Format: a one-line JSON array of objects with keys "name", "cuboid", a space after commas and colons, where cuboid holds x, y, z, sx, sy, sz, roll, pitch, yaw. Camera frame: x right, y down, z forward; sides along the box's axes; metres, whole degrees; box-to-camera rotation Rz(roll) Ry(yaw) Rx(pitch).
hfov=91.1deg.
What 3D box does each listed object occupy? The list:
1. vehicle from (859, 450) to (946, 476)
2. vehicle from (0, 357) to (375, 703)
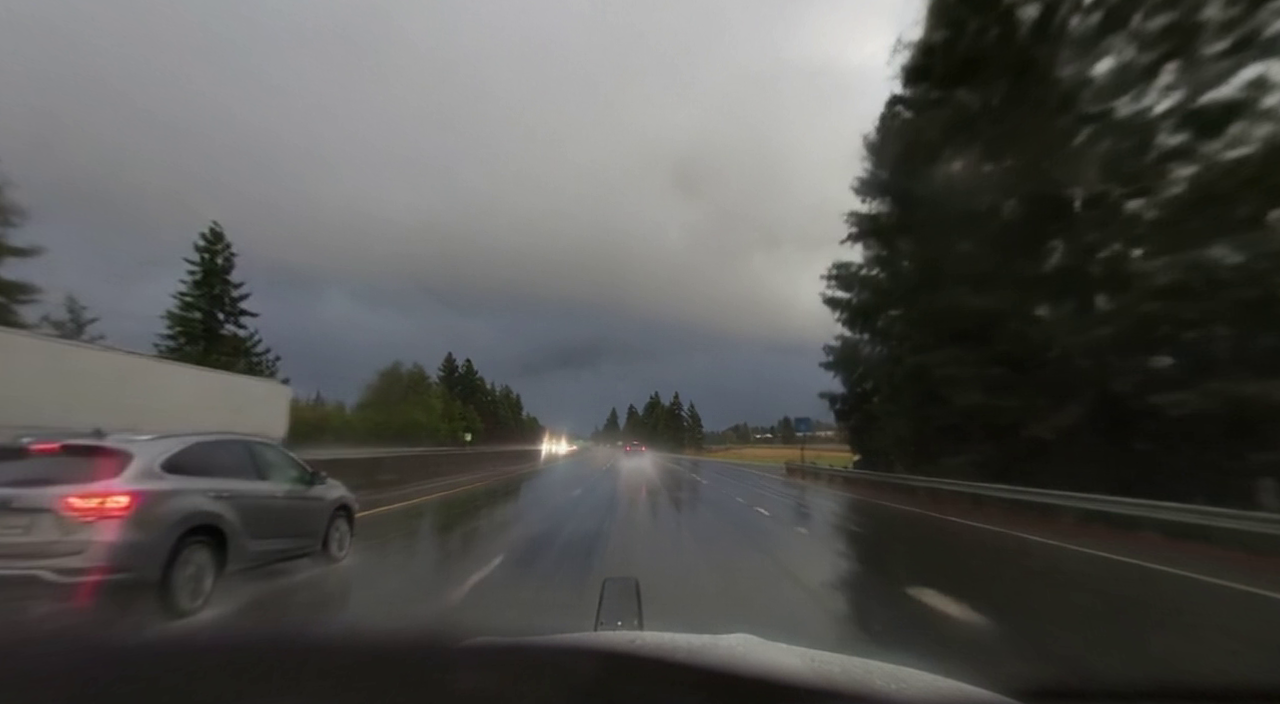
[{"name": "vehicle", "cuboid": [16.907, 7.164, 40.710, 2.117, 1.558, 4.736, 6, -11, -35]}, {"name": "vehicle", "cuboid": [-3.912, 1.155, 4.468, 2.111, 1.717, 4.426, 0, -9, 0]}]
